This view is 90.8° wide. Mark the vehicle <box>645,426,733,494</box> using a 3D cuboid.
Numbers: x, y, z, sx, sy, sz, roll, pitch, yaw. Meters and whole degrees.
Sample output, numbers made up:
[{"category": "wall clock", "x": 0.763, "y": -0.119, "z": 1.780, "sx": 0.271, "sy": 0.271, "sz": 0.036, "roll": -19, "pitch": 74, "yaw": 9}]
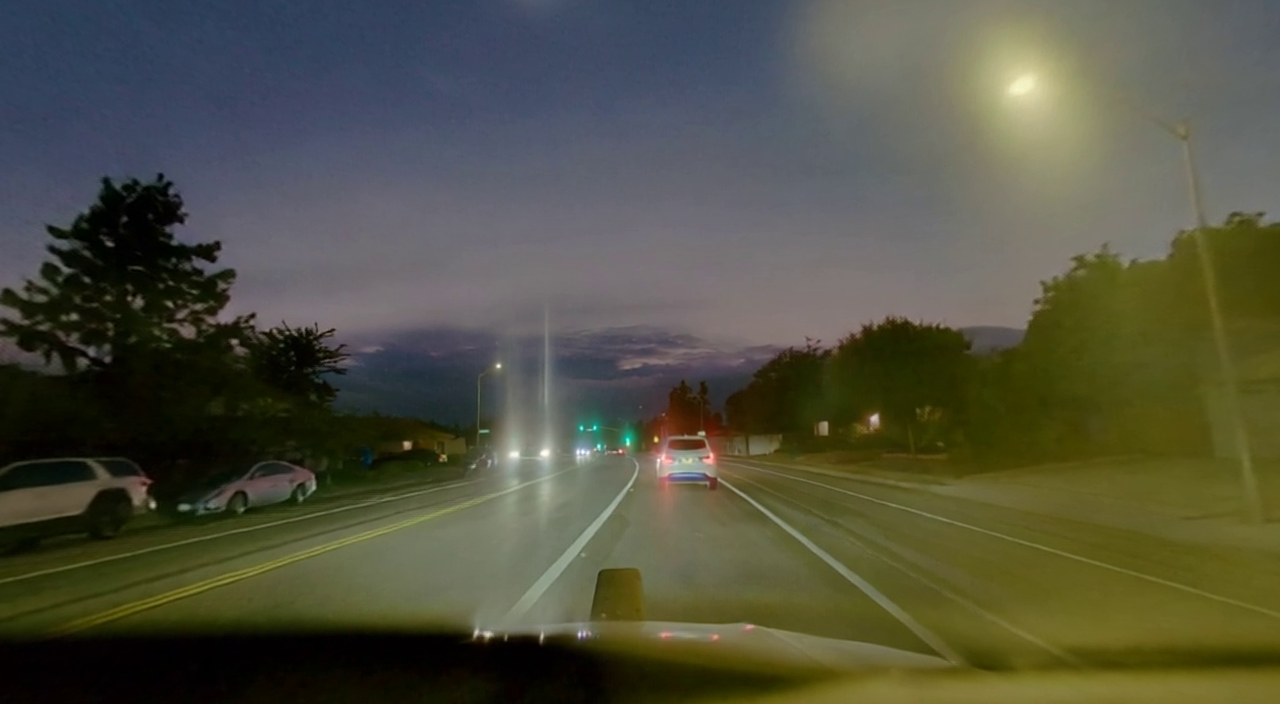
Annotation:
[{"category": "vehicle", "x": 1.303, "y": 3.172, "z": 18.912, "sx": 2.200, "sy": 1.763, "sz": 4.676, "roll": 0, "pitch": -8, "yaw": -1}]

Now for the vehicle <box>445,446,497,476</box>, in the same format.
[{"category": "vehicle", "x": -10.900, "y": 7.017, "z": 41.120, "sx": 2.188, "sy": 1.813, "sz": 4.478, "roll": 0, "pitch": -8, "yaw": -1}]

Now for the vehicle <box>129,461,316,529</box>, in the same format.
[{"category": "vehicle", "x": -11.024, "y": 3.761, "z": 17.187, "sx": 1.831, "sy": 1.464, "sz": 4.520, "roll": -1, "pitch": -8, "yaw": 3}]

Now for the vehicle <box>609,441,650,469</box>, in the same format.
[{"category": "vehicle", "x": -0.655, "y": 5.770, "z": 35.619, "sx": 2.196, "sy": 1.449, "sz": 4.006, "roll": 0, "pitch": -8, "yaw": -3}]

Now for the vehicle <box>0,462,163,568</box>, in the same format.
[{"category": "vehicle", "x": -11.524, "y": 2.903, "z": 11.181, "sx": 2.150, "sy": 1.644, "sz": 5.120, "roll": -5, "pitch": -9, "yaw": 1}]

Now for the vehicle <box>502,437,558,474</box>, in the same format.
[{"category": "vehicle", "x": -5.986, "y": 5.682, "z": 34.942, "sx": 2.146, "sy": 1.912, "sz": 4.878, "roll": 0, "pitch": -8, "yaw": 1}]
